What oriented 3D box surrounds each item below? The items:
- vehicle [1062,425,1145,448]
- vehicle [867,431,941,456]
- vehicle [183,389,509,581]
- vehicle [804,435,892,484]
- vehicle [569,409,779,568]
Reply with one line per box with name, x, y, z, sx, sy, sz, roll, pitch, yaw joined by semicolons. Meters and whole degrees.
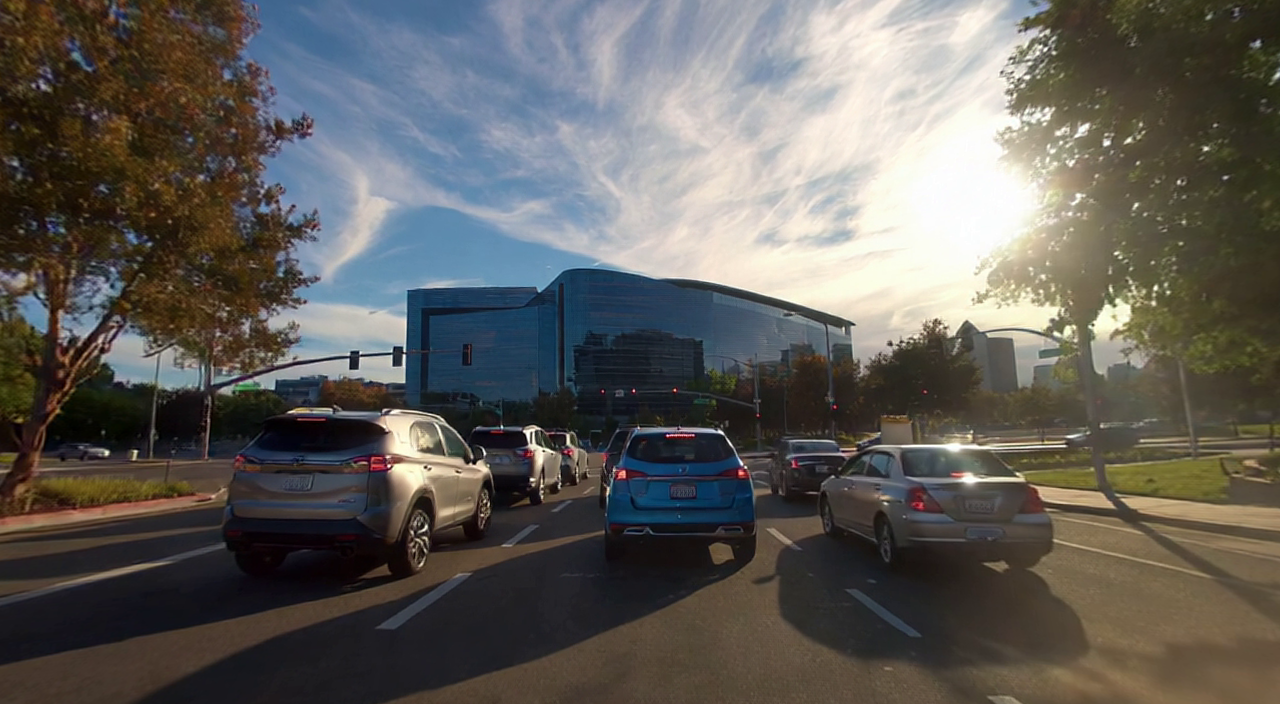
vehicle;33.753;6.210;45.968;4.632;1.580;1.801;-5;-10;31
vehicle;18.714;6.497;44.708;4.629;1.687;1.824;-4;-9;24
vehicle;-3.256;1.589;8.237;2.085;1.812;4.388;0;-8;1
vehicle;7.434;3.859;22.942;2.067;1.599;4.251;-1;-8;5
vehicle;0.382;1.747;8.772;2.189;1.649;4.171;0;-8;1
